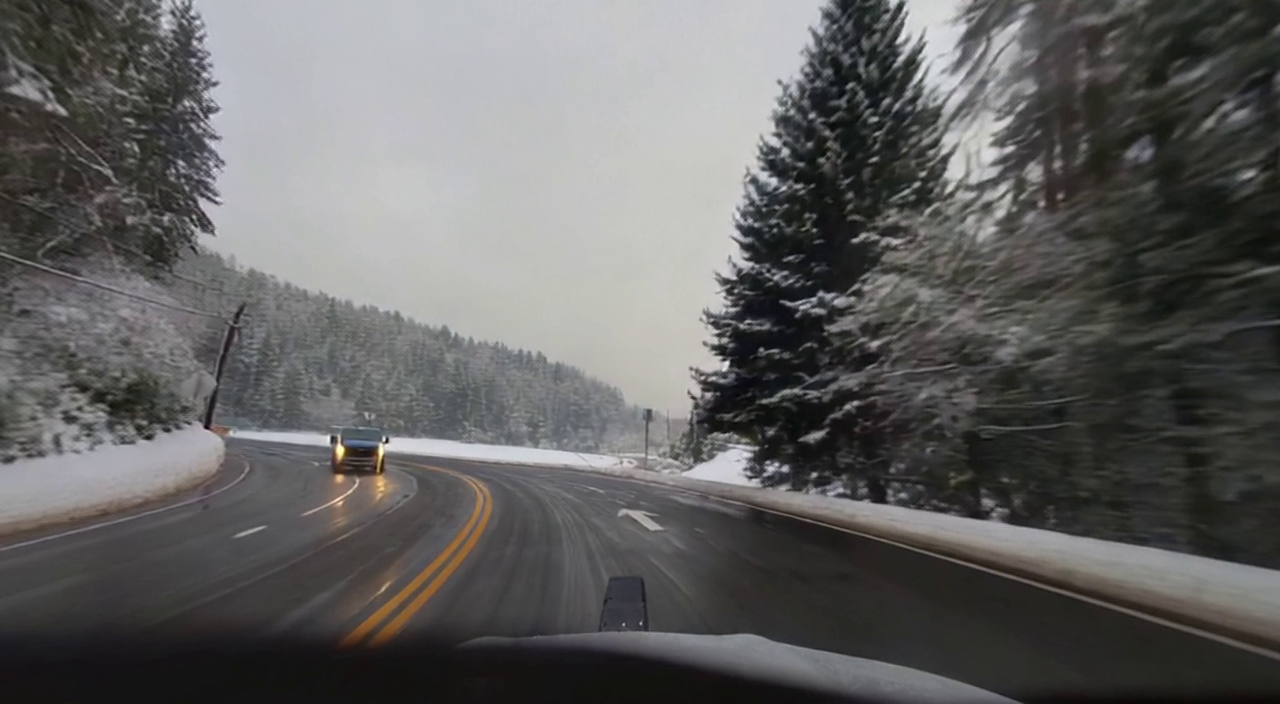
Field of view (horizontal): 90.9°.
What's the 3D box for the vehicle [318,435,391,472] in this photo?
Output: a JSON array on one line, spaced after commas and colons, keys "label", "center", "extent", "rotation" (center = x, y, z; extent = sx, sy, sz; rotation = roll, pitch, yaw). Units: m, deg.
[{"label": "vehicle", "center": [-12.303, 4.326, 27.046], "extent": [2.063, 1.443, 4.488], "rotation": [5, -10, -33]}]
